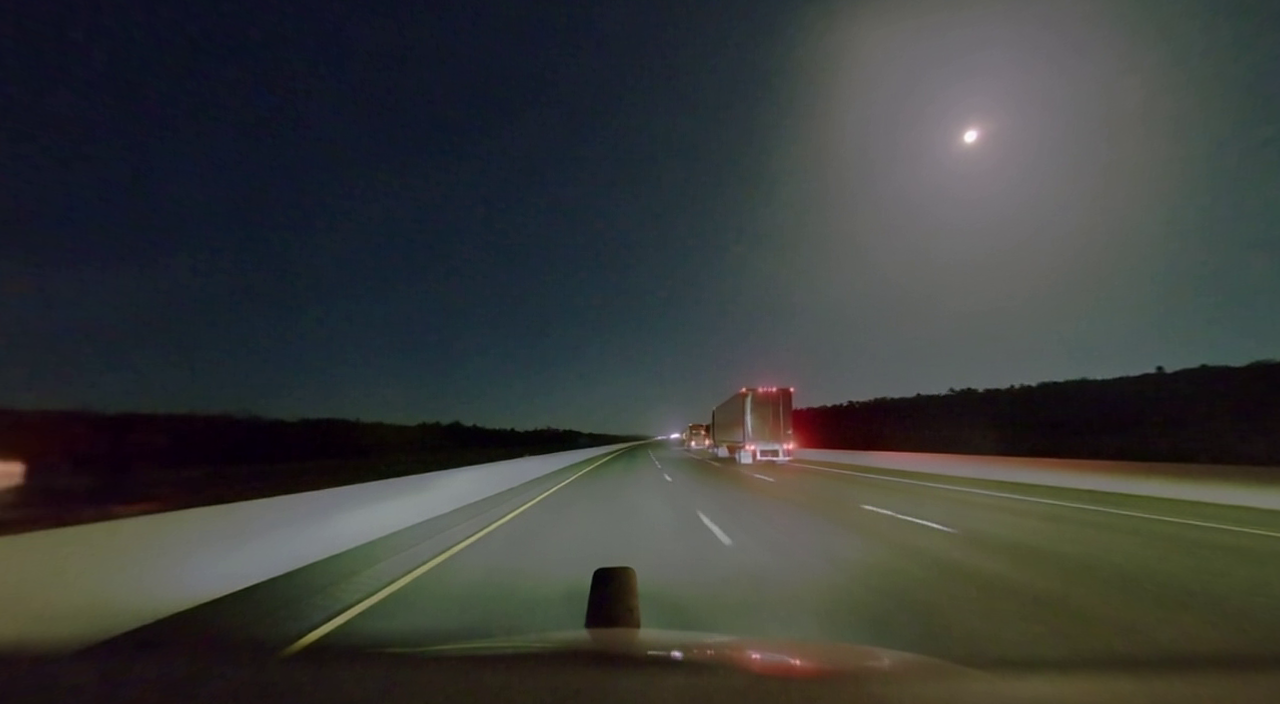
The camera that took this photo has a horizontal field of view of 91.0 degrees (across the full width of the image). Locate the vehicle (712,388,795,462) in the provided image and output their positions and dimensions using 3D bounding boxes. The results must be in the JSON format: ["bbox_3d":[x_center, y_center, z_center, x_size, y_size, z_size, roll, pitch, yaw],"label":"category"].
[{"bbox_3d":[7.154,5.076,42.321,2.885,4.075,13.981,0,-8,0],"label":"vehicle"}]
